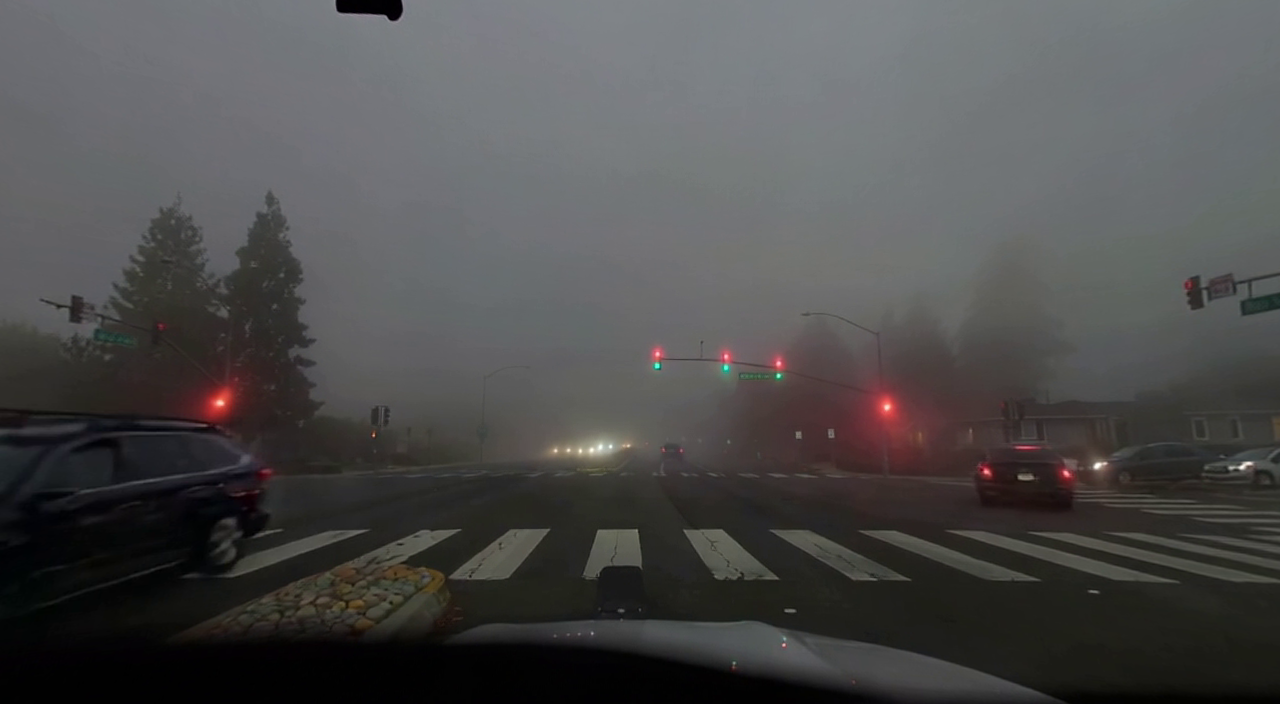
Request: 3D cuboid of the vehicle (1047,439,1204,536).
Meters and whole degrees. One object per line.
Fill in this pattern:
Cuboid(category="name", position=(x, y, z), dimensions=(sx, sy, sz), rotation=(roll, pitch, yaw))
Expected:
Cuboid(category="vehicle", position=(9.323, 2.483, 12.324), dimensions=(1.961, 1.494, 4.438), rotation=(-6, -10, 35))

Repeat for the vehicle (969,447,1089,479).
Cuboid(category="vehicle", position=(19.734, 5.653, 32.218), dimensions=(4.874, 1.544, 1.779), rotation=(0, -9, 1))

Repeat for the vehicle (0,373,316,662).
Cuboid(category="vehicle", position=(-4.857, 1.231, 5.404), dimensions=(2.025, 1.704, 4.104), rotation=(0, -9, -1))

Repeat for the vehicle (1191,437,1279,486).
Cuboid(category="vehicle", position=(23.630, 4.039, 23.465), dimensions=(4.417, 1.725, 1.969), rotation=(0, -9, -1))

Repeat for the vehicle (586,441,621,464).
Cuboid(category="vehicle", position=(-2.398, 6.710, 42.280), dimensions=(2.045, 1.484, 3.991), rotation=(0, -9, 0))
